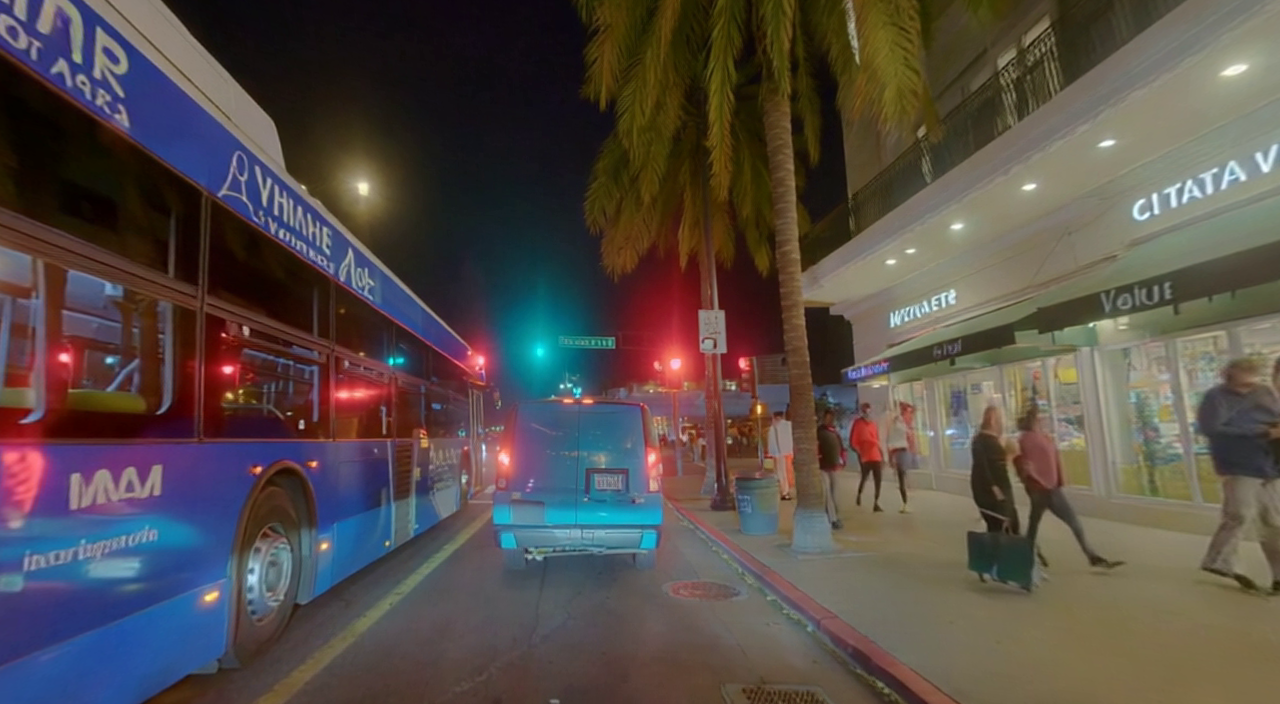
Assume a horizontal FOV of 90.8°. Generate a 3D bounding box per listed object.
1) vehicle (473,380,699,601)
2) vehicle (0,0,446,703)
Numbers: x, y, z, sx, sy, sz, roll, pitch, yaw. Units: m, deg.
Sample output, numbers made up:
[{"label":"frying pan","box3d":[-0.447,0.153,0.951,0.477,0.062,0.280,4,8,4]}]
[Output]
[{"label":"vehicle","box3d":[-0.794,1.524,7.789,2.002,1.907,4.211,1,-9,-9]},{"label":"vehicle","box3d":[-3.764,0.173,3.087,2.863,3.233,11.573,1,-8,-5]}]
